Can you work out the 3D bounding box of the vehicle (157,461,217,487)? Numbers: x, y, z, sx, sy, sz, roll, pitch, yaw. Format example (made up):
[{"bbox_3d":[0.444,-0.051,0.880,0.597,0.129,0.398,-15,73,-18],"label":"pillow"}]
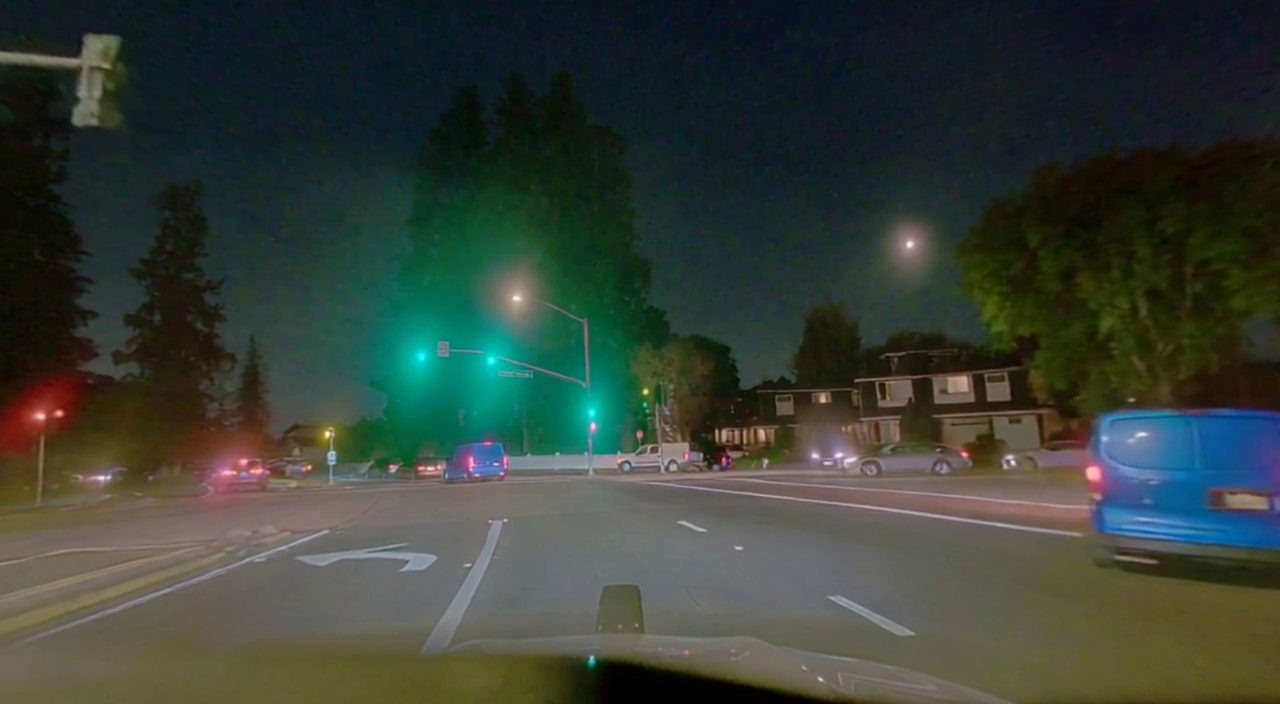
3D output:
[{"bbox_3d":[-34.517,9.259,48.063,5.175,1.791,2.008,-7,-10,34],"label":"vehicle"}]

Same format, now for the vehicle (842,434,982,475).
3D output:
[{"bbox_3d":[10.324,3.946,24.350,4.509,1.481,2.027,-2,-9,9],"label":"vehicle"}]

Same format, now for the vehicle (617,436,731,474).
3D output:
[{"bbox_3d":[1.908,5.923,36.455,6.104,2.026,2.514,-5,-10,31],"label":"vehicle"}]

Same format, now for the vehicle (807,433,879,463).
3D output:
[{"bbox_3d":[13.807,6.497,43.018,4.268,1.765,1.989,-4,-5,29],"label":"vehicle"}]

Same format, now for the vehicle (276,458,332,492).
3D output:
[{"bbox_3d":[-17.147,6.195,32.126,1.952,1.461,4.377,6,-10,-34],"label":"vehicle"}]

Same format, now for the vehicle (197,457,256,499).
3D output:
[{"bbox_3d":[-20.253,6.088,30.855,2.078,1.783,4.670,6,-10,-35],"label":"vehicle"}]

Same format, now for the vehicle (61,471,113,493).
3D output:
[{"bbox_3d":[-43.520,10.186,49.682,4.290,1.497,2.093,-8,-10,35],"label":"vehicle"}]

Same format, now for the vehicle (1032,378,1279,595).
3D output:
[{"bbox_3d":[6.185,1.427,7.368,2.133,1.821,4.254,-4,-9,25],"label":"vehicle"}]

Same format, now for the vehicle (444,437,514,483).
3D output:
[{"bbox_3d":[-8.331,5.474,32.353,2.213,2.124,4.809,5,-10,-29],"label":"vehicle"}]

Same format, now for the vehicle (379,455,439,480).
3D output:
[{"bbox_3d":[-14.988,7.427,40.829,2.008,1.445,4.386,8,-12,-43],"label":"vehicle"}]
